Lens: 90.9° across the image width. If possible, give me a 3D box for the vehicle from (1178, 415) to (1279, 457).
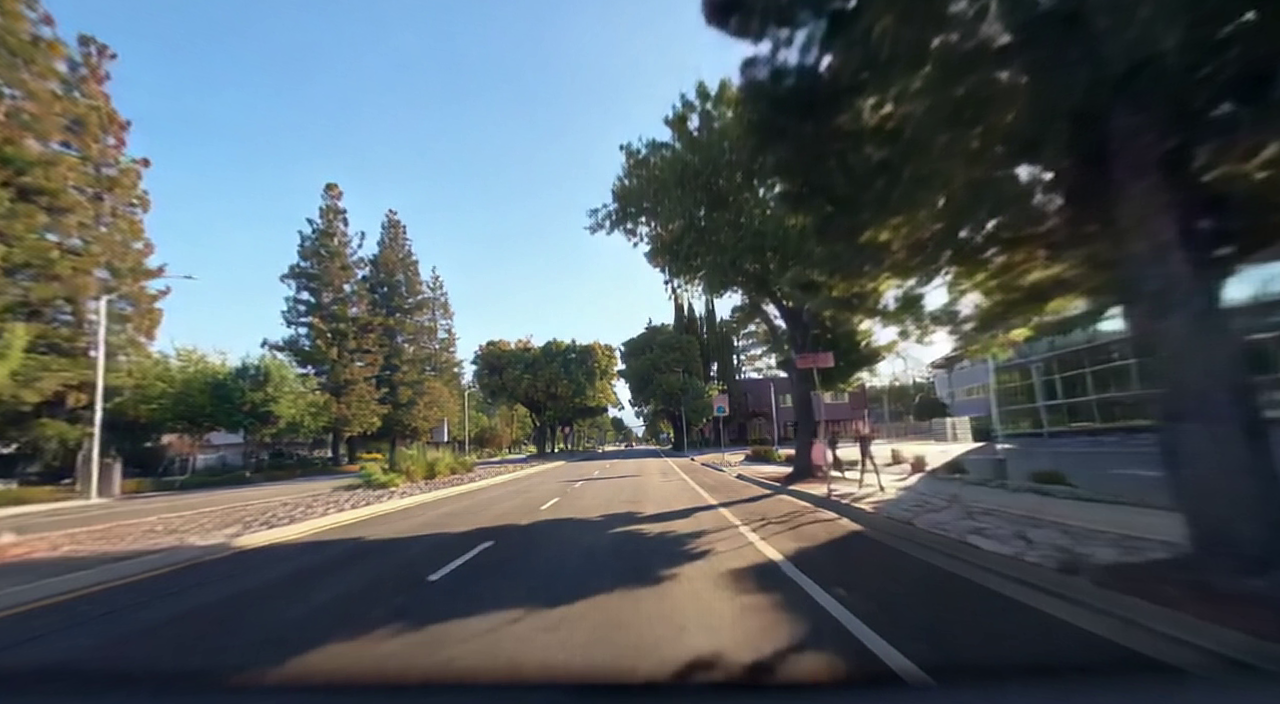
[{"bbox_3d":[21.883,2.944,22.053,4.271,1.424,1.941,0,-8,1],"label":"vehicle"}]
